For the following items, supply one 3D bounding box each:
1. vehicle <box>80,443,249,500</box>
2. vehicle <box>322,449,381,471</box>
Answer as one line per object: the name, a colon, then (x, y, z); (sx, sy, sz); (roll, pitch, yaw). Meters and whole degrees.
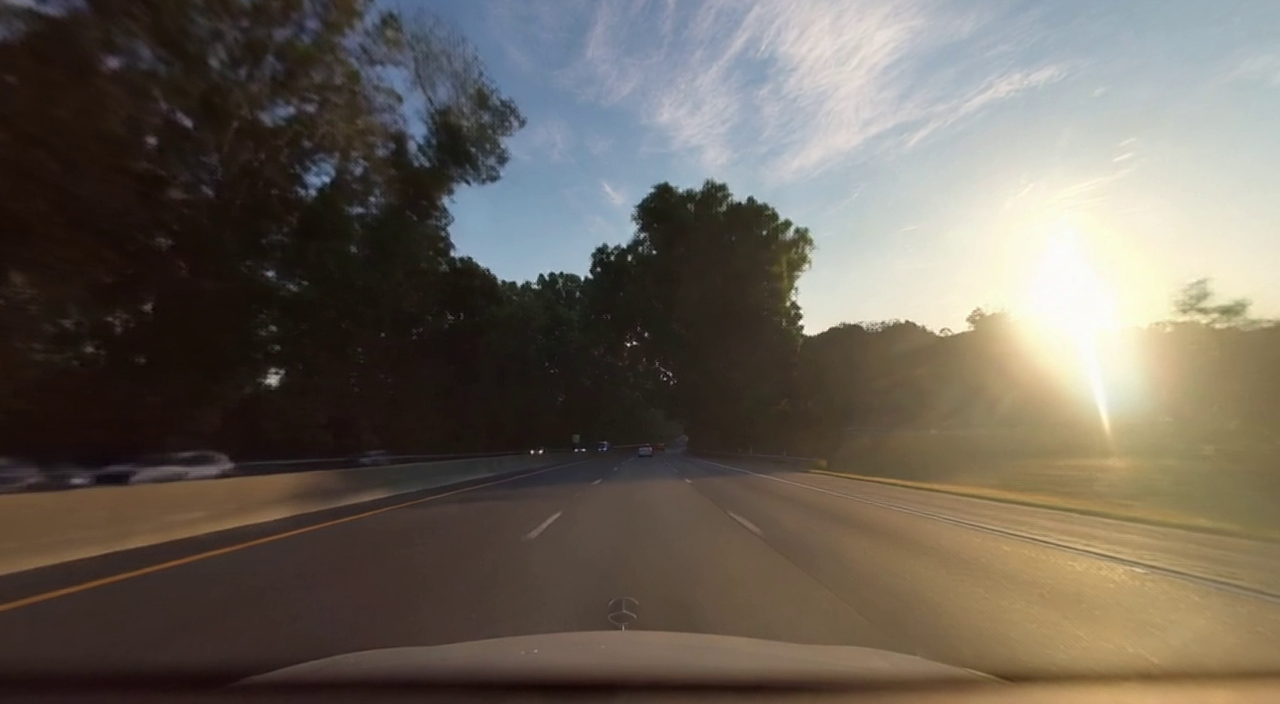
vehicle: (-15.596, 3.921, 21.085); (2.012, 1.658, 4.590); (0, -9, 0)
vehicle: (-19.391, 7.260, 42.565); (1.946, 1.434, 4.168); (0, -9, 1)
